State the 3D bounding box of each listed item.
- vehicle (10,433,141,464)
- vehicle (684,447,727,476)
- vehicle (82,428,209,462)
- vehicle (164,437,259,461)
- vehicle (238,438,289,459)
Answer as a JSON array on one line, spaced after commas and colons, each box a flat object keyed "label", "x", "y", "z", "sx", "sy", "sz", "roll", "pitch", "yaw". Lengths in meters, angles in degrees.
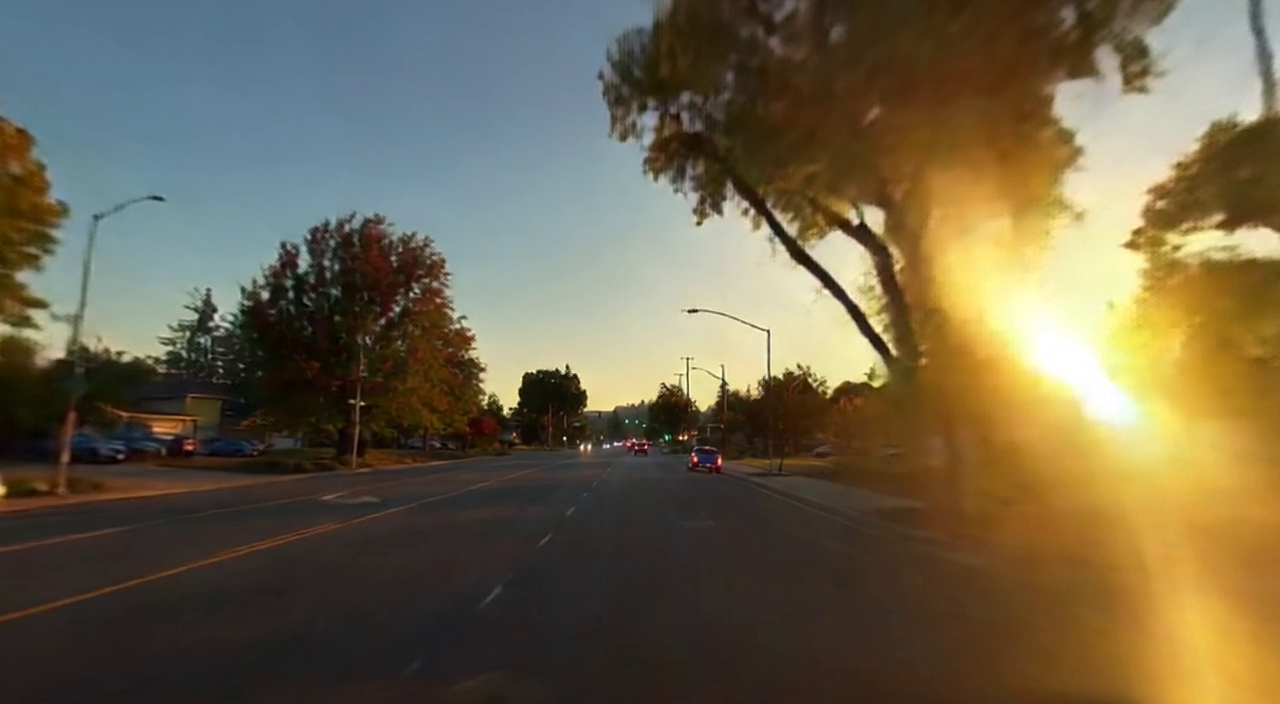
[{"label": "vehicle", "x": -28.546, "y": 4.892, "z": 32.087, "sx": 4.637, "sy": 1.472, "sz": 1.944, "roll": 0, "pitch": -8, "yaw": -3}, {"label": "vehicle", "x": 3.639, "y": 6.150, "z": 35.640, "sx": 1.942, "sy": 1.502, "sz": 4.244, "roll": 0, "pitch": -8, "yaw": 0}, {"label": "vehicle", "x": -27.654, "y": 5.205, "z": 35.447, "sx": 5.295, "sy": 1.839, "sz": 2.205, "roll": 0, "pitch": -8, "yaw": 2}, {"label": "vehicle", "x": -26.900, "y": 6.096, "z": 39.845, "sx": 4.450, "sy": 1.472, "sz": 1.982, "roll": 2, "pitch": -9, "yaw": -15}, {"label": "vehicle", "x": -27.820, "y": 7.090, "z": 46.814, "sx": 1.753, "sy": 1.424, "sz": 4.492, "roll": 0, "pitch": -8, "yaw": -11}]
